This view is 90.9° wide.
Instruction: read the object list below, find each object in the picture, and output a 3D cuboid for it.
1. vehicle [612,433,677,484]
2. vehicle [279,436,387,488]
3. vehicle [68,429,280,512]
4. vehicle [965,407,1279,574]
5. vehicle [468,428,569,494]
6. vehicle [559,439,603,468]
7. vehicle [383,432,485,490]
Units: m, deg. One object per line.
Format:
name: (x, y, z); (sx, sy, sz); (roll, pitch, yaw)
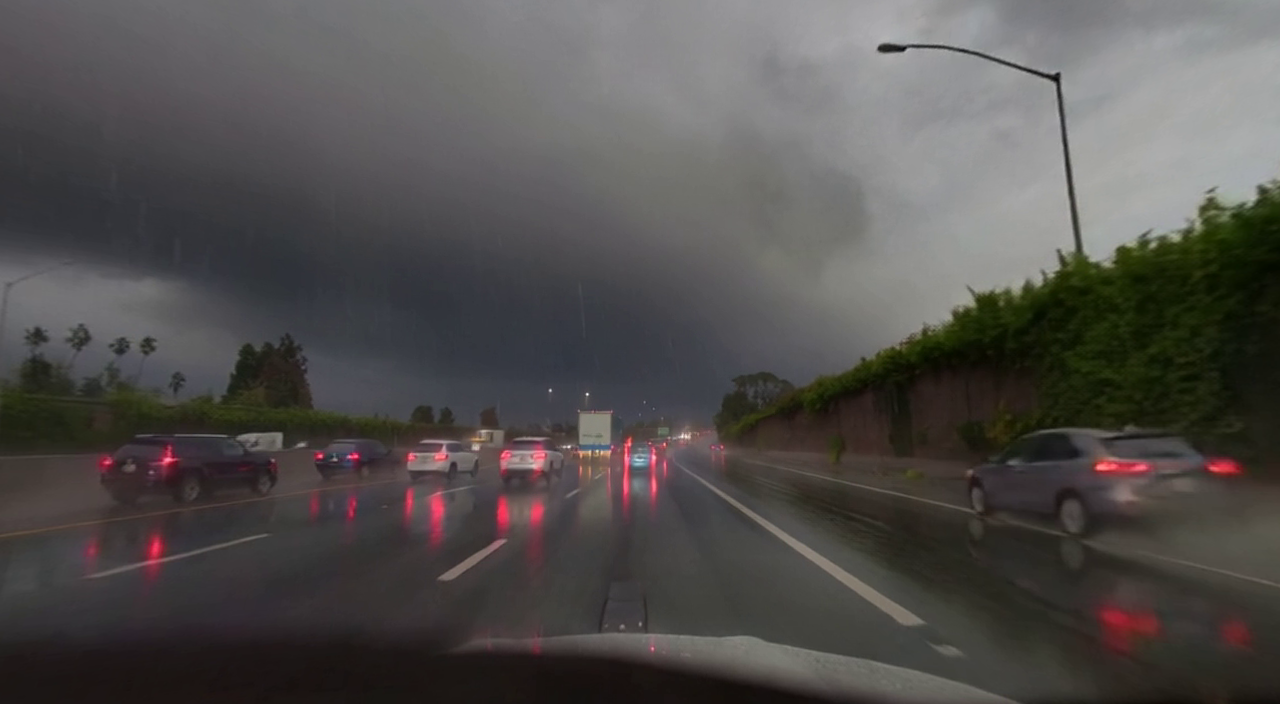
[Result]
vehicle: (0.173, 3.882, 23.293); (2.180, 1.716, 3.920); (0, -8, 1)
vehicle: (-10.918, 3.921, 22.768); (1.863, 1.696, 3.885); (0, -8, 1)
vehicle: (-11.175, 2.842, 15.628); (1.871, 1.747, 4.342); (0, -8, 0)
vehicle: (6.719, 1.770, 8.857); (2.026, 1.718, 4.522); (0, -8, 2)
vehicle: (-3.619, 3.359, 19.798); (2.125, 1.792, 4.466); (0, -8, 2)
vehicle: (-3.619, 6.320, 39.515); (2.243, 1.683, 4.178); (0, -8, 1)
vehicle: (-6.917, 3.695, 21.668); (1.998, 1.770, 4.222); (0, -8, 1)
